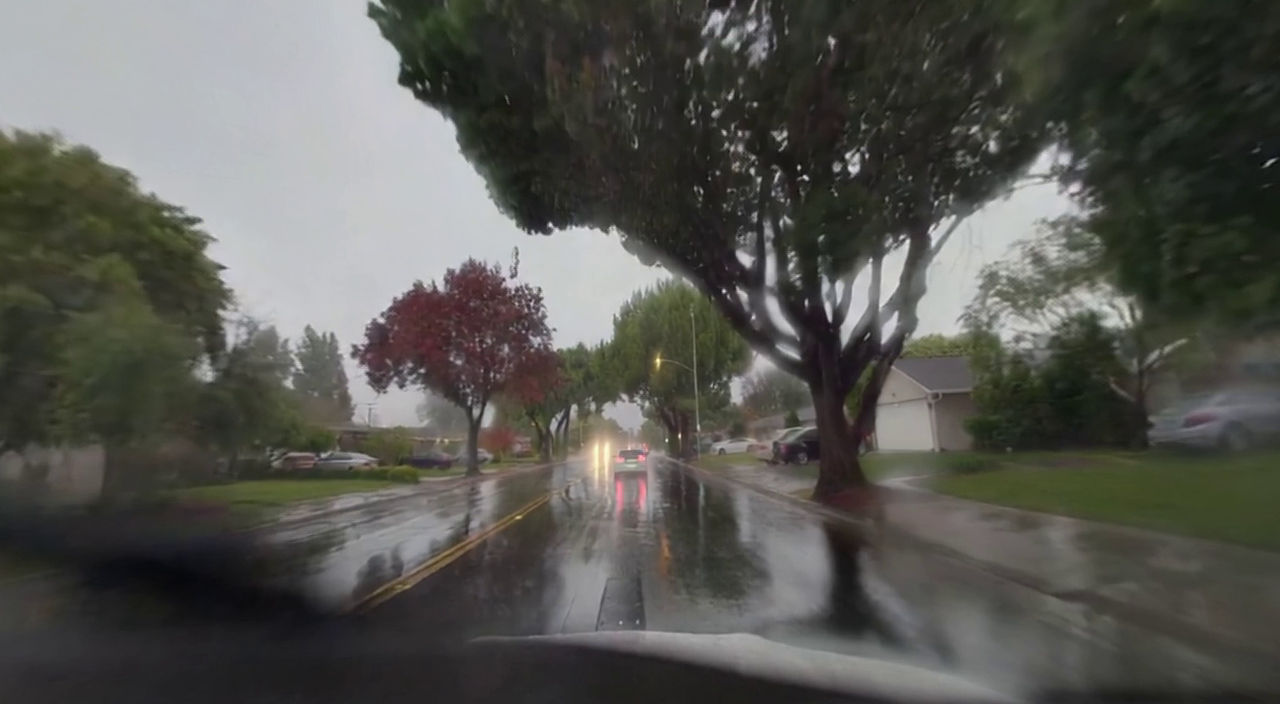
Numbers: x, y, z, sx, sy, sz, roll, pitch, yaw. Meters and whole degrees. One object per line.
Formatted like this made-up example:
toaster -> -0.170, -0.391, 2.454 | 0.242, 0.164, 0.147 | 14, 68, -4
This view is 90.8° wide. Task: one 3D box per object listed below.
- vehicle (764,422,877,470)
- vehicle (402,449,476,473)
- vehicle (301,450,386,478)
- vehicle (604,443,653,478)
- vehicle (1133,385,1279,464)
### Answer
vehicle -> 8.283, 4.371, 29.352 | 4.513, 1.617, 1.998 | -7, -9, -1
vehicle -> -14.837, 8.063, 46.830 | 4.608, 1.743, 2.222 | -1, -9, 7
vehicle -> -17.121, 6.434, 36.492 | 4.608, 1.481, 1.890 | -4, -10, 26
vehicle -> -0.475, 4.985, 29.315 | 2.098, 1.483, 4.099 | 0, -9, 0
vehicle -> 17.038, 1.877, 17.262 | 5.269, 1.813, 2.063 | -5, -9, -1
